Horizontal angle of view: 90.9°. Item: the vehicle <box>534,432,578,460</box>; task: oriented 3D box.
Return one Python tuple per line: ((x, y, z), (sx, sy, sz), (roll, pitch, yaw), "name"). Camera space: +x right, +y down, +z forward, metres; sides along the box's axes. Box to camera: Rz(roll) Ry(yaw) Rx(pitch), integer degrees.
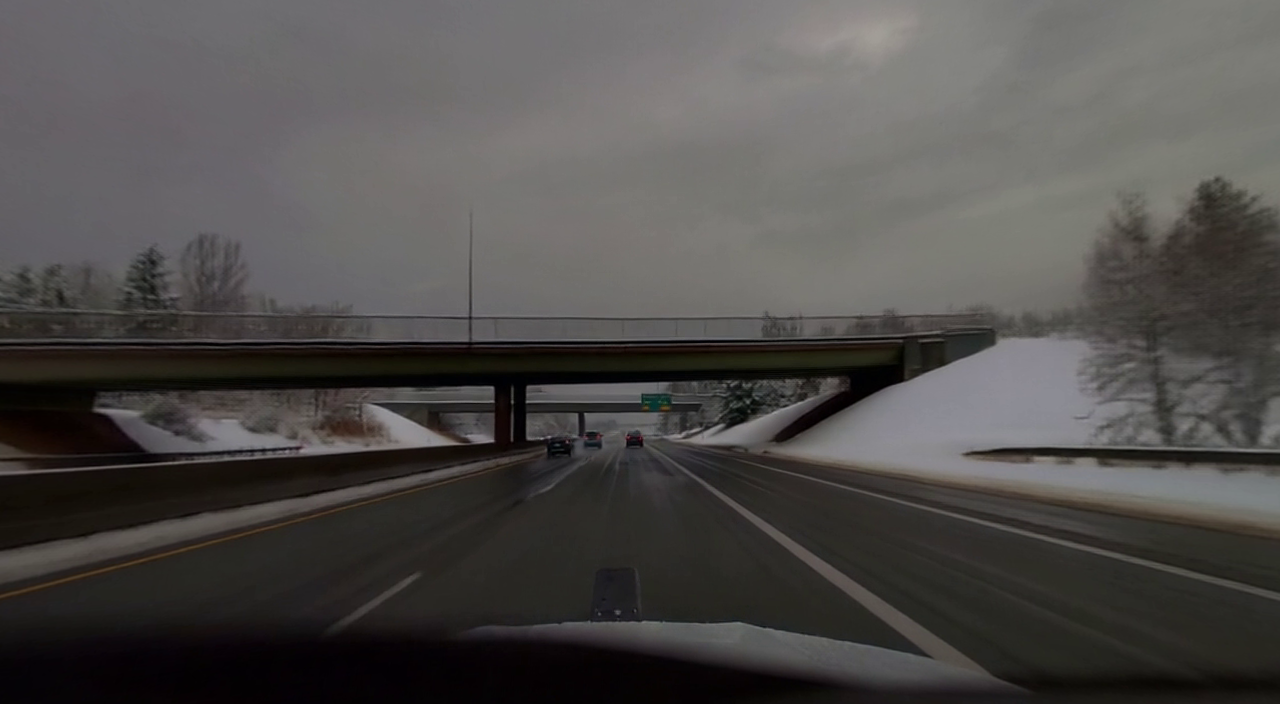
((-4.733, 5.340, 35.951), (1.933, 1.473, 4.023), (0, -8, 0), "vehicle")
